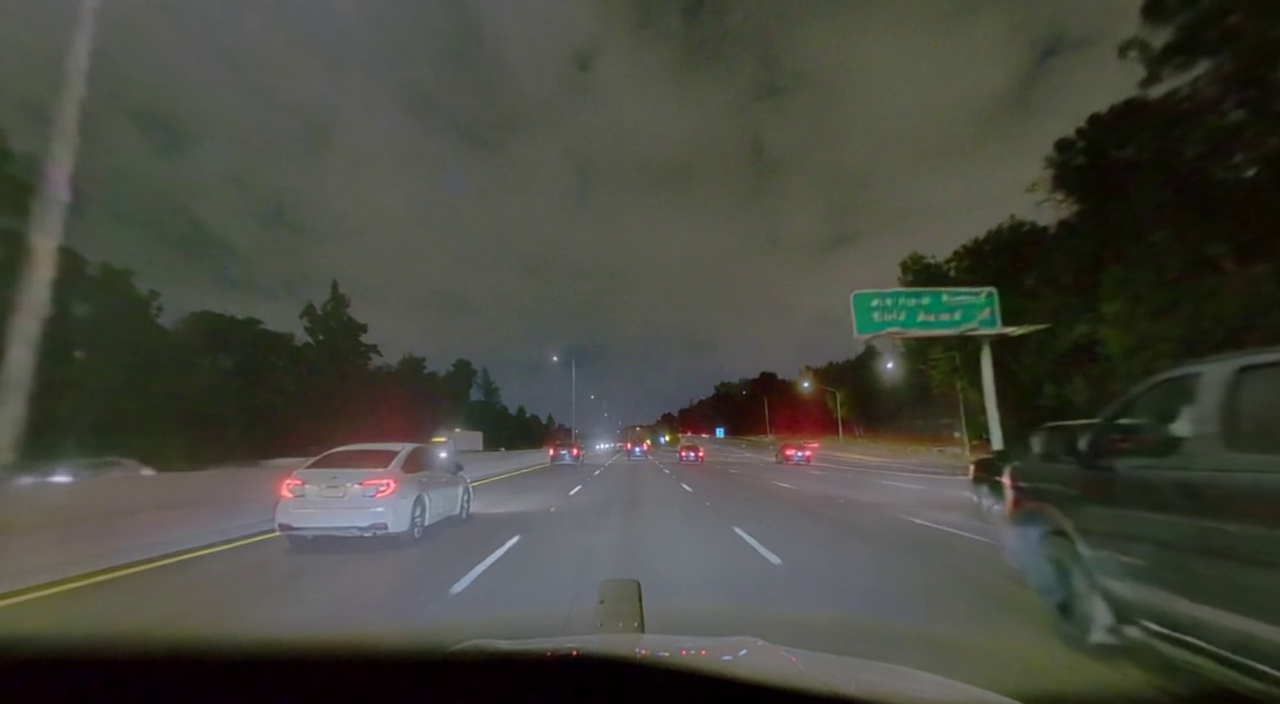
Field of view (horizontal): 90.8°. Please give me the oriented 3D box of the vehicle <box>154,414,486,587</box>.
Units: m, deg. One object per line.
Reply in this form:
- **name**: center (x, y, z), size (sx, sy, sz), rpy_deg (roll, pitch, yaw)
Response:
- **vehicle**: center (-3.634, 1.759, 8.360), size (2.119, 1.654, 4.353), rpy_deg (0, -8, 0)

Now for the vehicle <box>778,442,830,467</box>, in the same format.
- **vehicle**: center (9.609, 6.044, 37.294), size (1.910, 1.384, 3.867), rpy_deg (0, -8, -2)

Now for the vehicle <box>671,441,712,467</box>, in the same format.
- **vehicle**: center (3.103, 6.243, 38.830), size (2.007, 1.469, 4.337), rpy_deg (0, -8, -2)

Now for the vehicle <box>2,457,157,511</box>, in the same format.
- **vehicle**: center (-15.939, 3.726, 18.203), size (1.459, 1.318, 3.318), rpy_deg (0, -8, -1)

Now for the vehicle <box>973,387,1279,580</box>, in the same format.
- **vehicle**: center (6.490, 1.461, 7.776), size (2.105, 1.655, 4.652), rpy_deg (0, -8, -2)

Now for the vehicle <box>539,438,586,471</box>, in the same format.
- **vehicle**: center (-4.078, 5.455, 33.755), size (1.992, 1.651, 4.185), rpy_deg (0, -8, 0)
